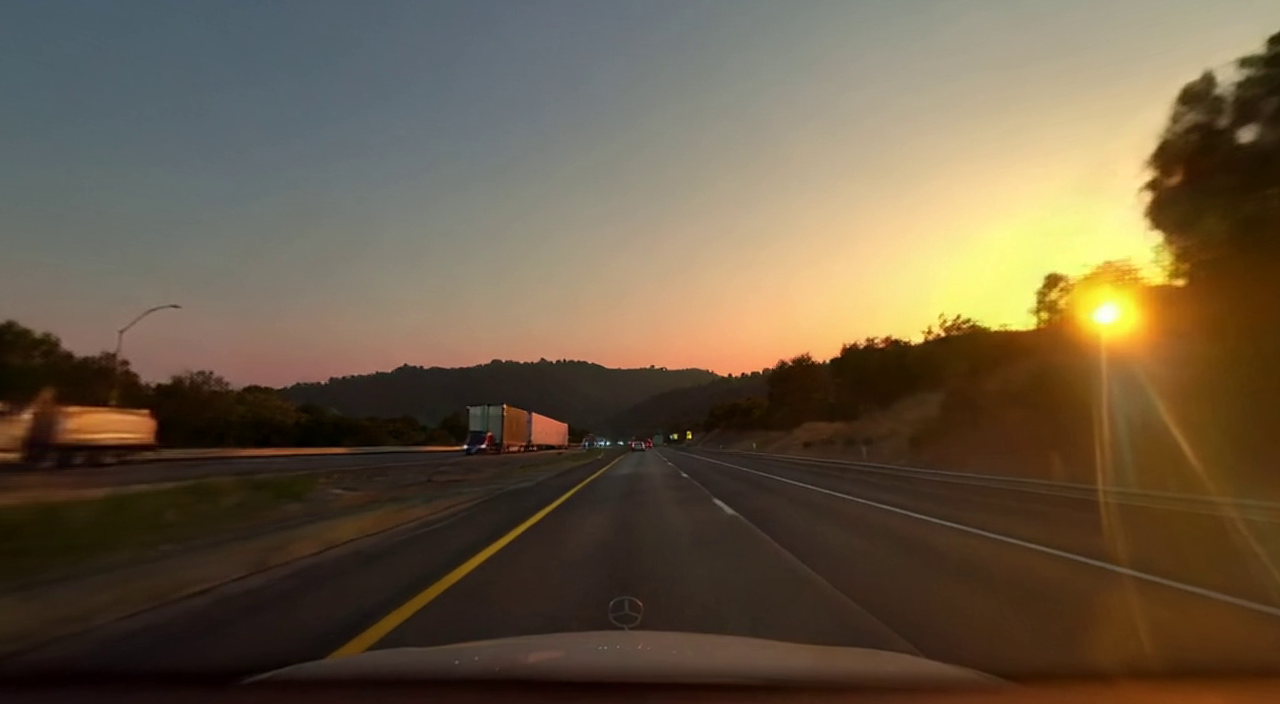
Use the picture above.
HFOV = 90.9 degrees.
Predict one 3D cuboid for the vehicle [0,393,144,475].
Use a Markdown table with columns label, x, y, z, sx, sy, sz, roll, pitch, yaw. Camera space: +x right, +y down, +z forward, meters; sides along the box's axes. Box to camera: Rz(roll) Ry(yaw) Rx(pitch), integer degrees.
| label | x | y | z | sx | sy | sz | roll | pitch | yaw |
| --- | --- | --- | --- | --- | --- | --- | --- | --- | --- |
| vehicle | -33.223 | 4.555 | 34.460 | 2.980 | 4.029 | 11.146 | 0 | -8 | 1 |
